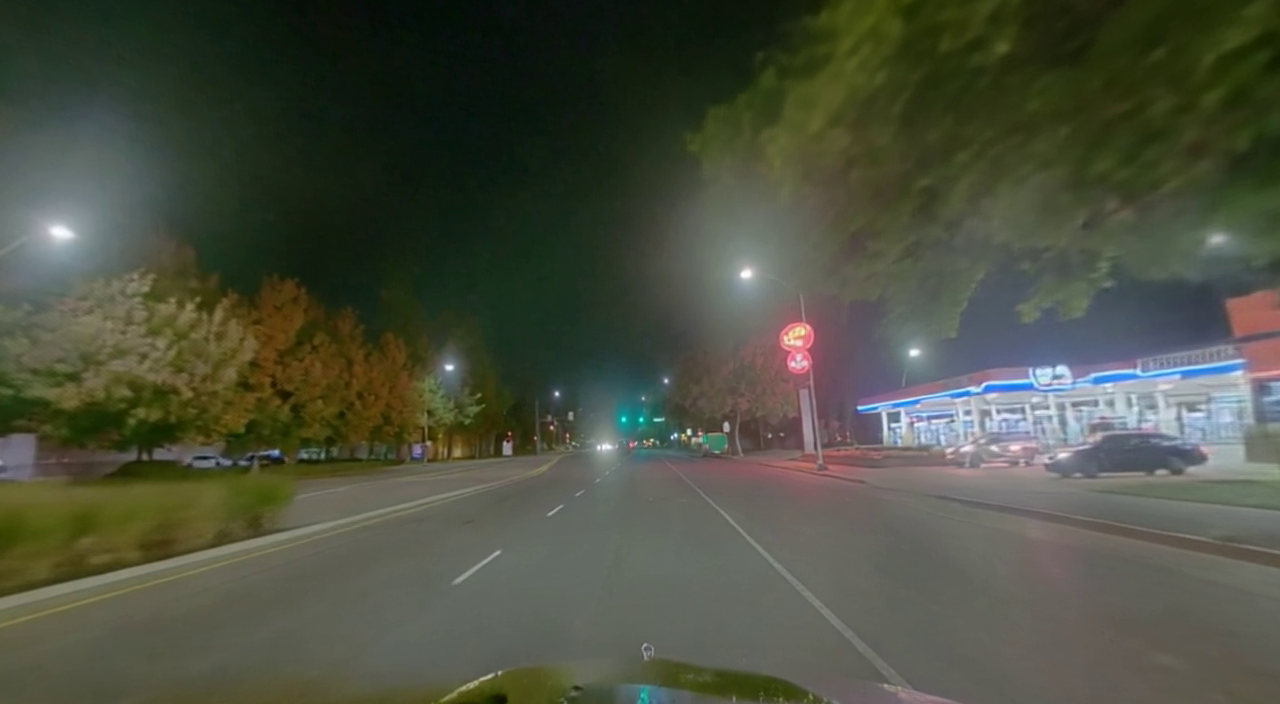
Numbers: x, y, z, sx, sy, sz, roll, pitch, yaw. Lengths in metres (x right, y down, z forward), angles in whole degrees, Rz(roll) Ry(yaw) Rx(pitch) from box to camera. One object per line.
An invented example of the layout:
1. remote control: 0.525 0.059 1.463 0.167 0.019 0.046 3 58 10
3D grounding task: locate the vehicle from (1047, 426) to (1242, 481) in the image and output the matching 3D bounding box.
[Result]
1. vehicle: 15.111 3.012 18.982 4.510 1.517 2.035 1 -8 -12
